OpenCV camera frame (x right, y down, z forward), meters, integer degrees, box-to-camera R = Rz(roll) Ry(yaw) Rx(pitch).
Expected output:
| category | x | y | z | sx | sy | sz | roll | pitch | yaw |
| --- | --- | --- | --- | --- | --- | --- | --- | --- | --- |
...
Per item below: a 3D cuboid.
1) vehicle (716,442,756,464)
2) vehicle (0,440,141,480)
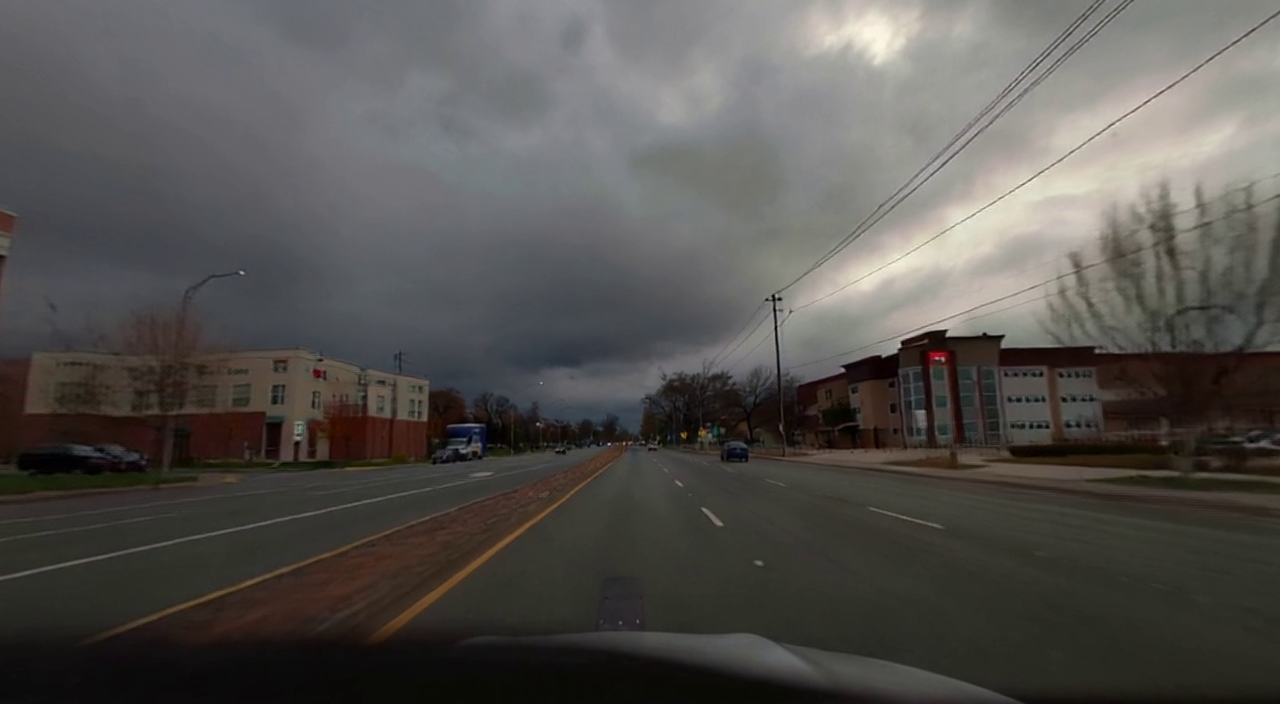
| category | x | y | z | sx | sy | sz | roll | pitch | yaw |
| --- | --- | --- | --- | --- | --- | --- | --- | --- | --- |
| vehicle | 6.394 | 6.792 | 42.595 | 1.916 | 1.437 | 4.327 | 0 | -9 | -2 |
| vehicle | -29.558 | 5.583 | 32.922 | 2.207 | 1.863 | 5.860 | 0 | -9 | 1 |
